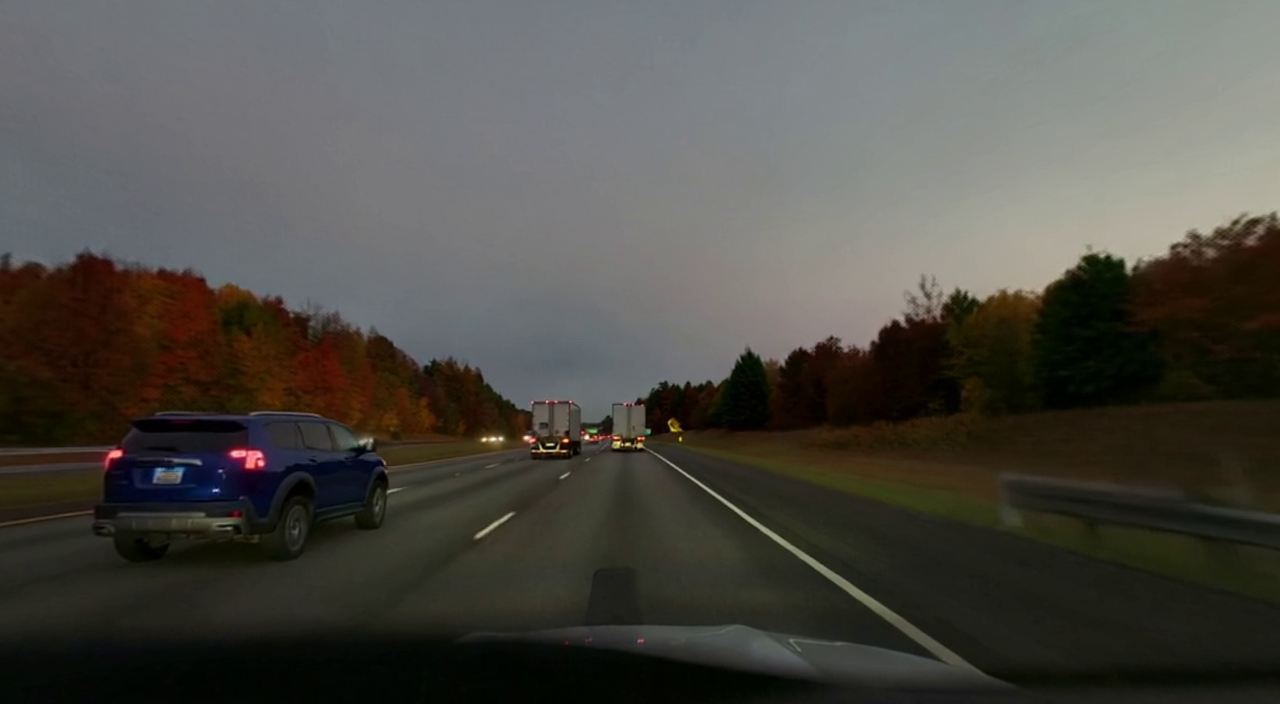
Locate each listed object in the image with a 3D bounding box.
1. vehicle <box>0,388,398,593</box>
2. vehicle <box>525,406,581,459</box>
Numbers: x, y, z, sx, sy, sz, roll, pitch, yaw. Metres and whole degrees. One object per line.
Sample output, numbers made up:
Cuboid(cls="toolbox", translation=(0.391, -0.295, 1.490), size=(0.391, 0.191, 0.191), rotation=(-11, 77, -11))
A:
Cuboid(cls="vehicle", translation=(-4.785, 1.437, 7.471), size=(2.089, 1.669, 4.515), rotation=(0, -8, -1))
Cuboid(cls="vehicle", translation=(-4.773, 4.570, 35.478), size=(2.383, 2.726, 5.677), rotation=(0, -8, -1))
